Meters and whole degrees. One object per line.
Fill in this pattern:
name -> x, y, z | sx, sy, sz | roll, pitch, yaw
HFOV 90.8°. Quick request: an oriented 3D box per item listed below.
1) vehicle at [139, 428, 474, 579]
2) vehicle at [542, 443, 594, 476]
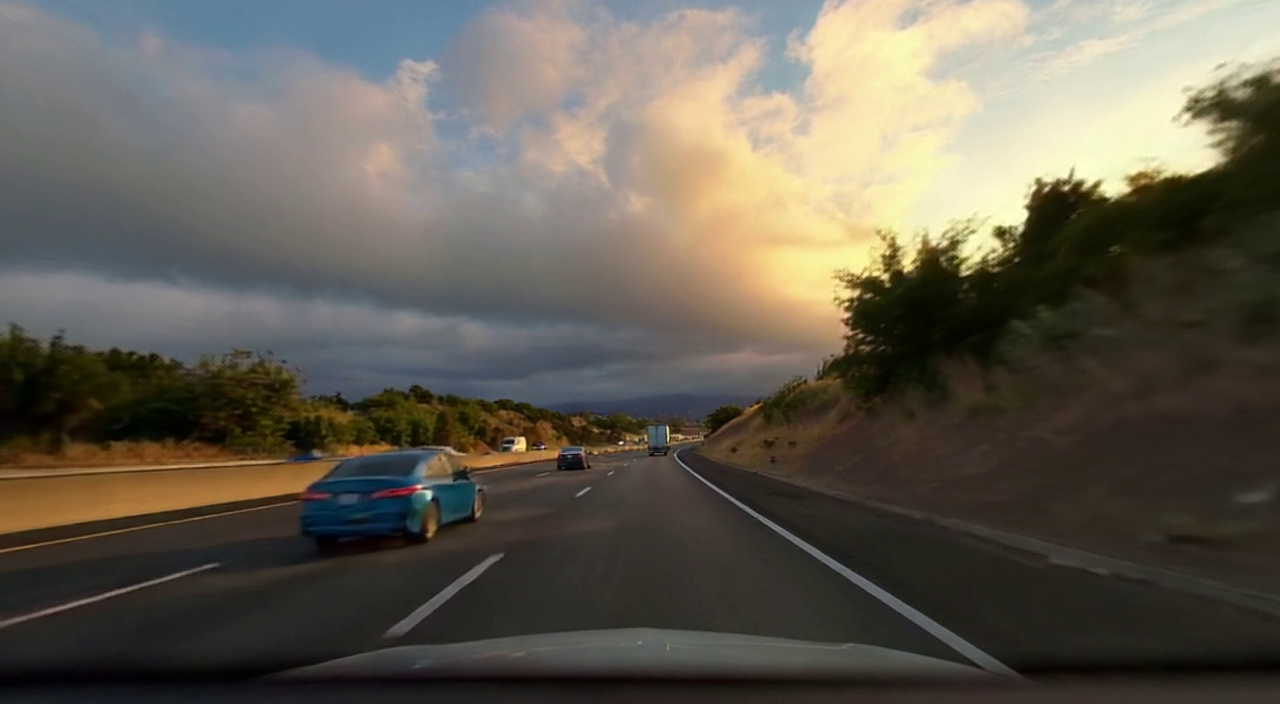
vehicle -> -3.892, 1.844, 8.488 | 2.078, 1.469, 4.371 | 0, -9, 1
vehicle -> -3.429, 5.220, 30.809 | 1.943, 1.460, 3.961 | 0, -9, 2
